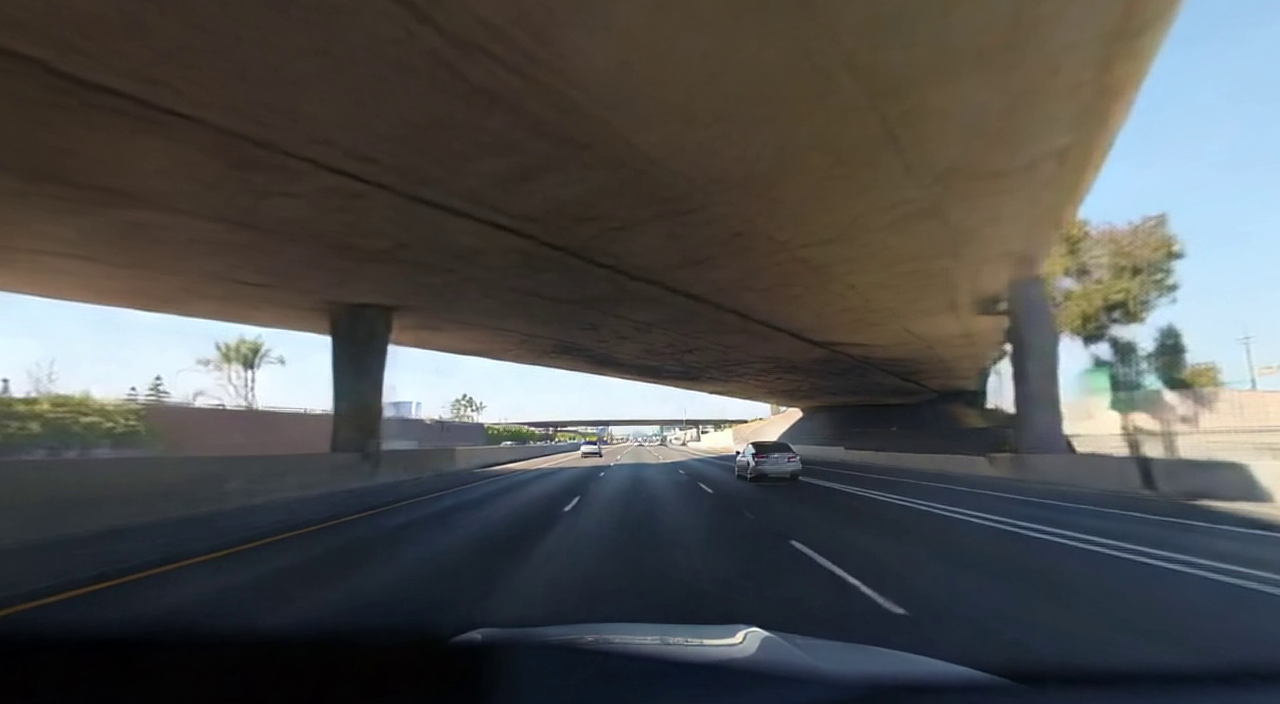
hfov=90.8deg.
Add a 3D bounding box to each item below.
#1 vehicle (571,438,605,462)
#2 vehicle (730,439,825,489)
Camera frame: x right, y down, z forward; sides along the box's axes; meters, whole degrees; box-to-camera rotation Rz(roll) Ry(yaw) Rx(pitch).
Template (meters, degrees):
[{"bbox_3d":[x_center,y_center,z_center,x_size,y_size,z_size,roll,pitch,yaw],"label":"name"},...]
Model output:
[{"bbox_3d":[-3.657,6.958,44.930,2.048,1.618,4.424,0,-9,0],"label":"vehicle"},{"bbox_3d":[4.449,3.690,21.184,2.060,1.485,4.274,0,-9,-2],"label":"vehicle"}]
